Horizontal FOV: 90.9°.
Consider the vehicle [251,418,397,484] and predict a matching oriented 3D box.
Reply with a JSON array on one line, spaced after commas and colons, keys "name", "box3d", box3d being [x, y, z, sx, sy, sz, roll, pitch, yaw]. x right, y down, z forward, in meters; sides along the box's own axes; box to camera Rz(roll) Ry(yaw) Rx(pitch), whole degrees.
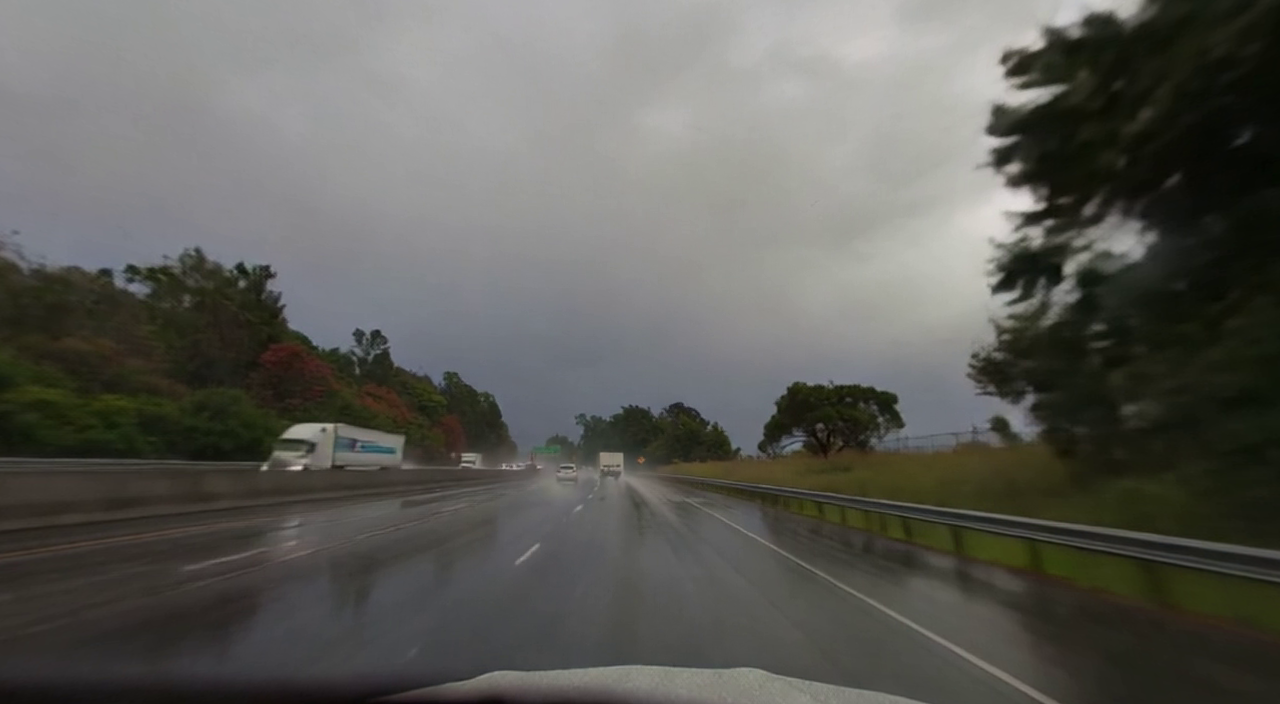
[{"name": "vehicle", "box3d": [-22.514, 7.549, 46.790, 2.868, 3.983, 16.567, 1, -10, -2]}]

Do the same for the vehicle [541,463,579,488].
[{"name": "vehicle", "box3d": [-5.383, 8.406, 42.974, 2.115, 1.546, 4.638, 1, -10, -2]}]
